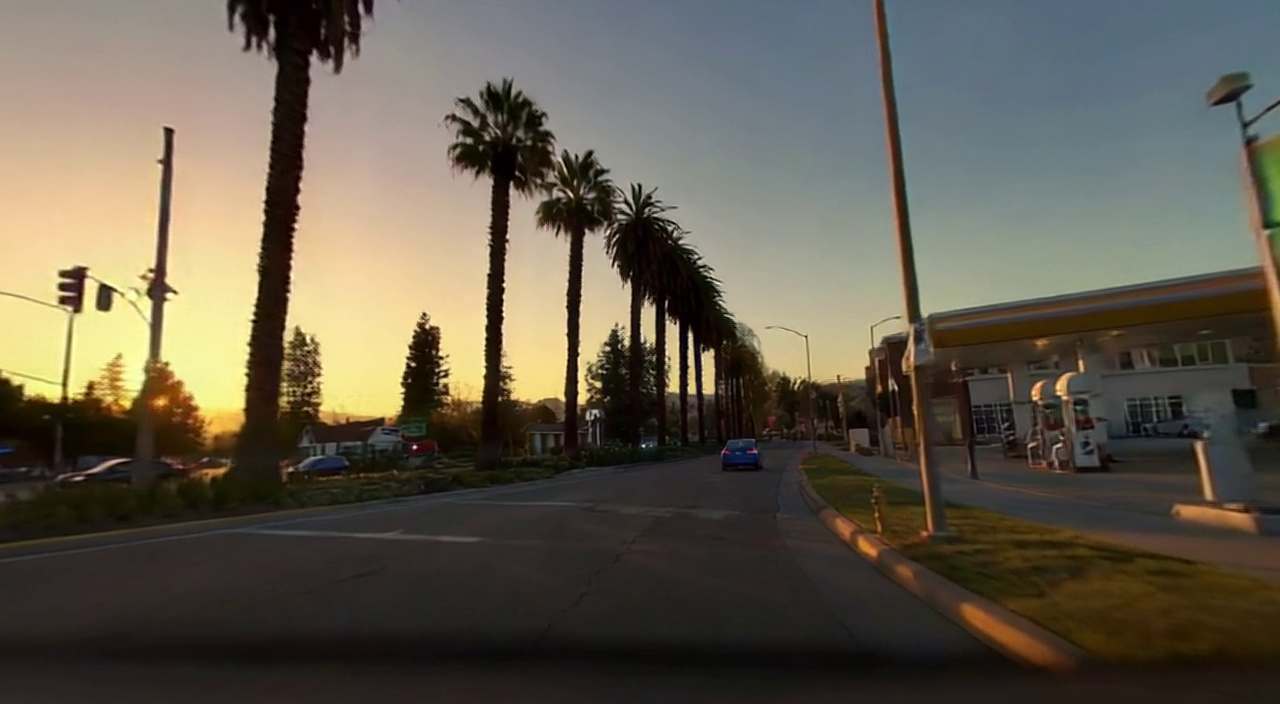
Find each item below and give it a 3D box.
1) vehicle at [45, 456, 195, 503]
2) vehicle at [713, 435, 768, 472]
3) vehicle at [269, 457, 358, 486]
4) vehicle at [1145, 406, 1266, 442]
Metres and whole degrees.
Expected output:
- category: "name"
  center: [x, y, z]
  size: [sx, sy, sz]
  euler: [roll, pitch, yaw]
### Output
- category: "vehicle"
  center: [-21.031, 5.115, 25.716]
  size: [1.884, 1.651, 4.330]
  euler: [-2, -9, 14]
- category: "vehicle"
  center: [4.568, 4.524, 28.147]
  size: [2.050, 1.509, 4.148]
  euler: [-2, -9, 14]
- category: "vehicle"
  center: [-18.564, 6.807, 36.072]
  size: [1.825, 1.441, 4.656]
  euler: [-2, -9, 13]
- category: "vehicle"
  center: [32.007, 4.128, 35.790]
  size: [4.513, 1.657, 2.002]
  euler: [-7, -10, 20]
